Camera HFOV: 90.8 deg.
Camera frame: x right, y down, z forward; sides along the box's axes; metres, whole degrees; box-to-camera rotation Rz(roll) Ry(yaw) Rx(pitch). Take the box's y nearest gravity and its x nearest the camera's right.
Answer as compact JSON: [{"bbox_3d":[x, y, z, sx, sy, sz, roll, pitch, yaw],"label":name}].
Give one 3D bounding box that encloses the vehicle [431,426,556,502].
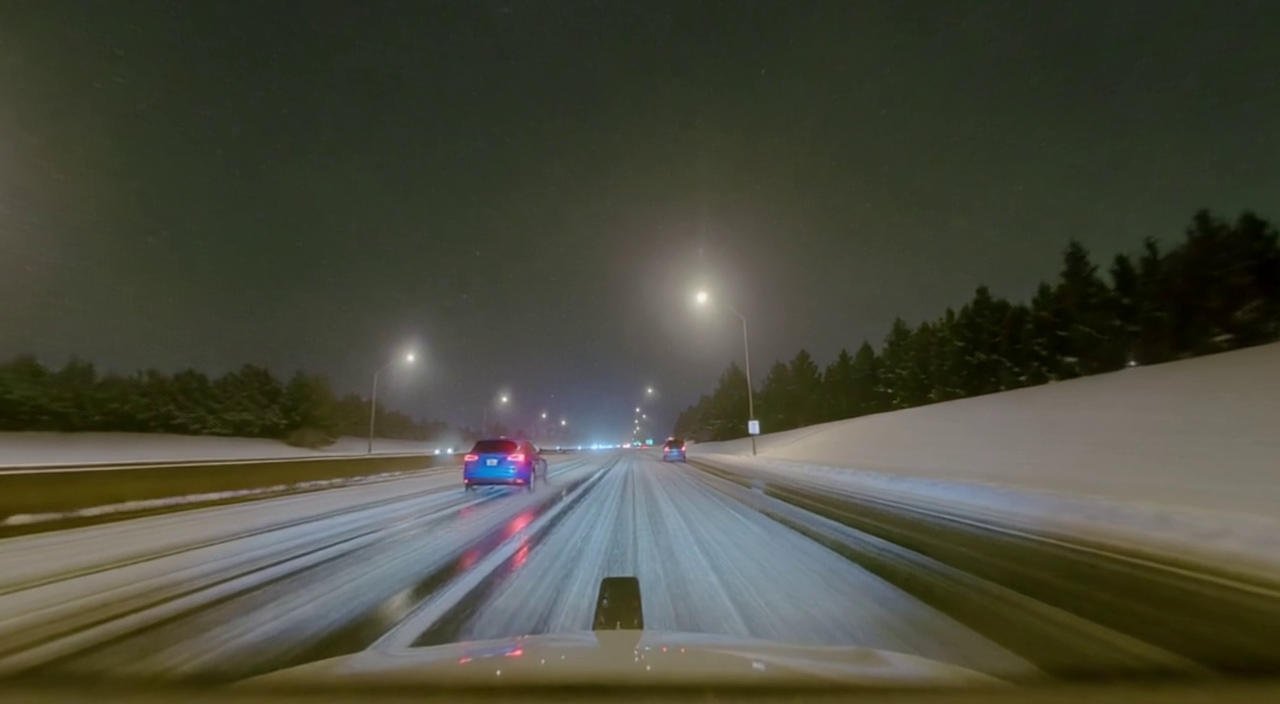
[{"bbox_3d":[-3.811,3.041,17.534,2.205,1.773,5.124,0,-9,0],"label":"vehicle"}]
